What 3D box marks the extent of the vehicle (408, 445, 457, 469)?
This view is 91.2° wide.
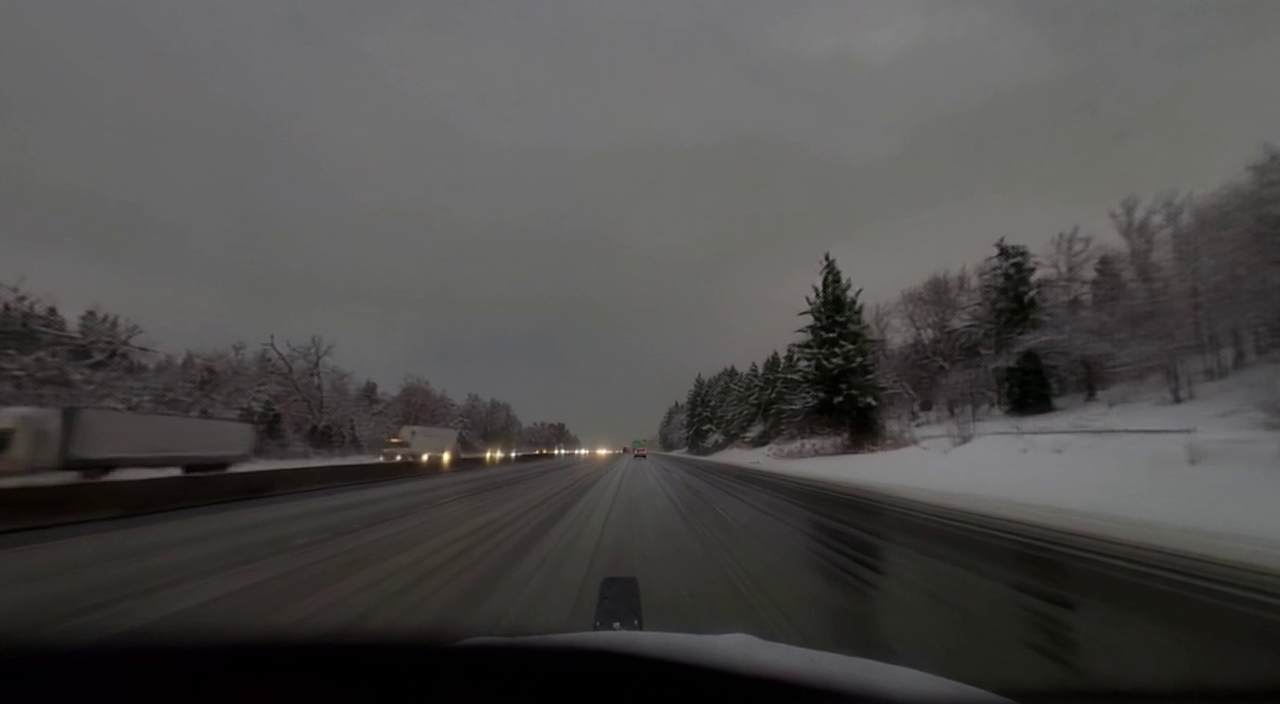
[{"bbox_3d":[-15.637,7.906,47.444,2.033,1.695,4.724,-1,-9,1],"label":"vehicle"}]

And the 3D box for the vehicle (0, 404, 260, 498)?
[{"bbox_3d":[-26.672,5.384,34.463,2.915,4.076,14.027,0,-9,-1],"label":"vehicle"}]
